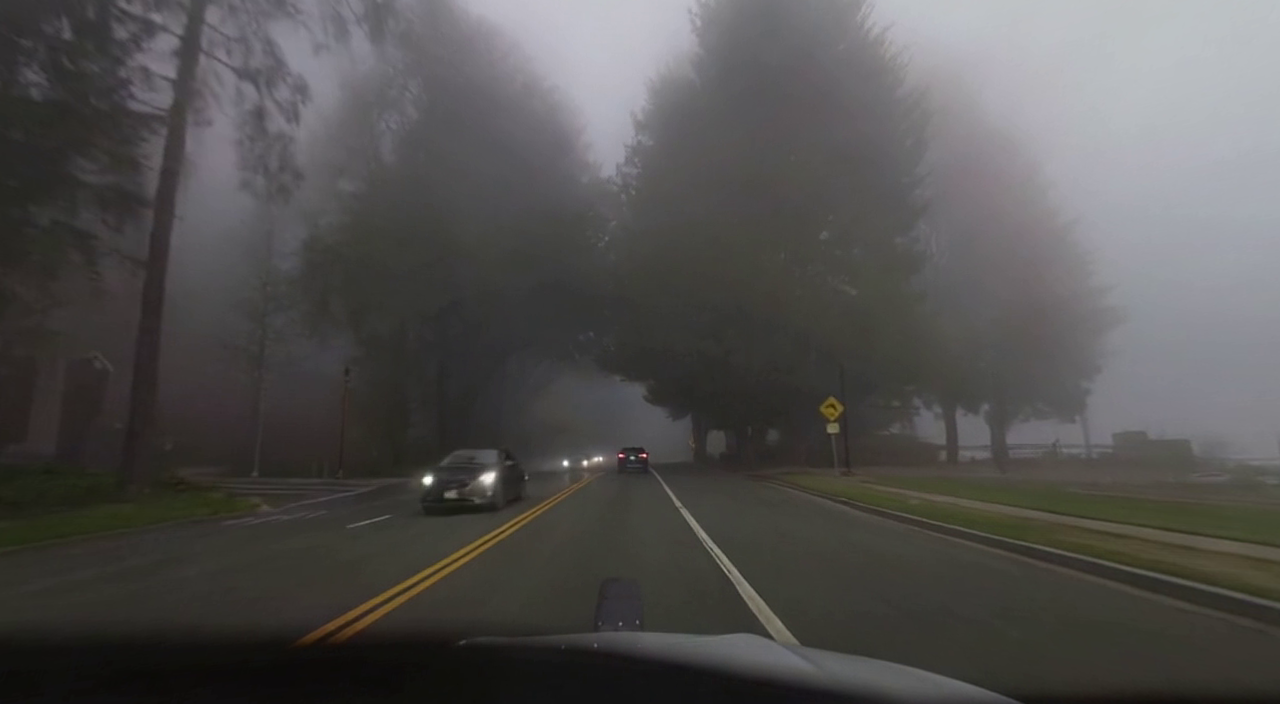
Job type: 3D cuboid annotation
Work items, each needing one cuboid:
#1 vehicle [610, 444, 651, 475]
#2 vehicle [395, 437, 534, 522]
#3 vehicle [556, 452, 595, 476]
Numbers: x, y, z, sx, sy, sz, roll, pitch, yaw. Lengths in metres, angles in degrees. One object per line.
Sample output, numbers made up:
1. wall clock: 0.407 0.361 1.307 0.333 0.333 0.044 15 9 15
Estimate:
1. vehicle: -0.558 7.078 41.884 2.554 1.902 5.329 0 -9 0
2. vehicle: -3.995 2.971 15.321 1.977 1.729 4.625 0 -9 1
3. vehicle: -4.185 7.346 41.614 2.039 1.460 4.189 0 -9 1
